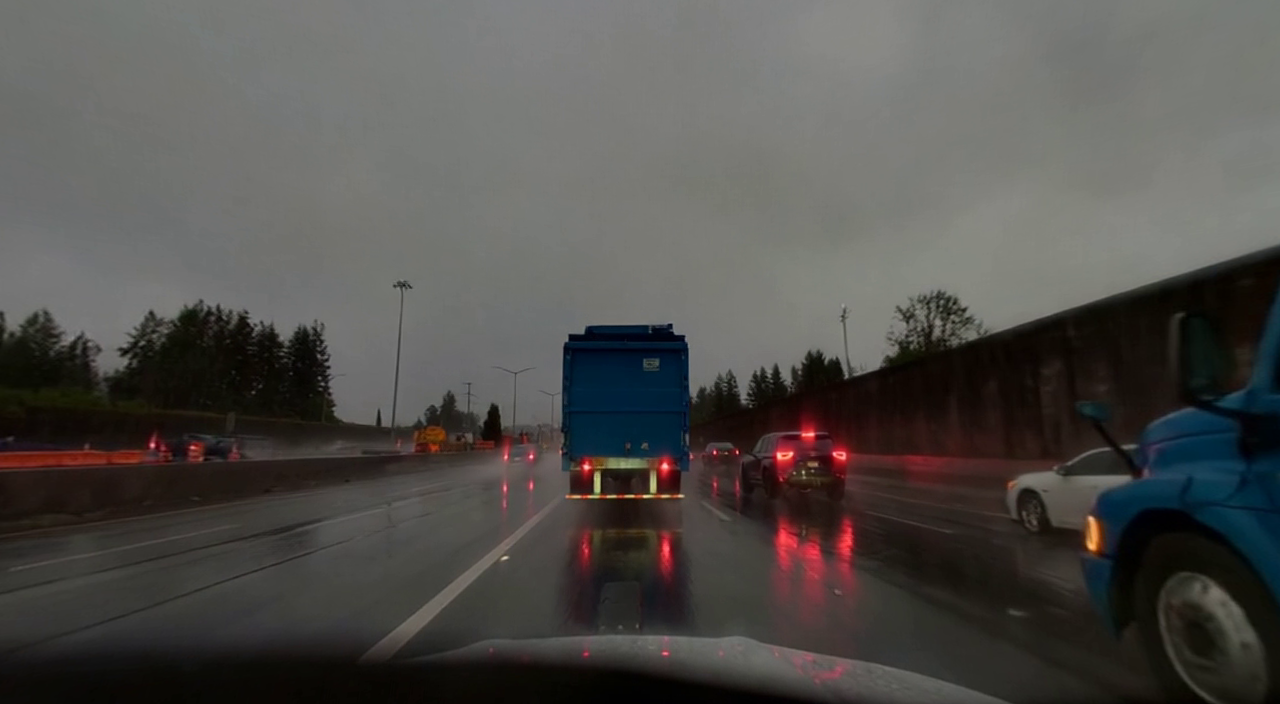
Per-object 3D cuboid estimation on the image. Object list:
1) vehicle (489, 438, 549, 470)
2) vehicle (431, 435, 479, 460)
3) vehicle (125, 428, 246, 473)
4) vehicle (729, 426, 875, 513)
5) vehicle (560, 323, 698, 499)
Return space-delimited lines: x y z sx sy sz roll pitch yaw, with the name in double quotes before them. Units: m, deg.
"vehicle" -5.954 5.078 31.546 2.014 1.477 4.595 0 -9 0
"vehicle" -14.421 7.447 49.299 2.054 1.708 4.663 2 -8 4
"vehicle" -21.677 4.667 30.067 4.632 1.852 2.033 0 -8 16
"vehicle" 3.528 2.651 14.635 2.103 1.713 4.173 1 -9 -3
"vehicle" -0.429 2.054 19.241 3.067 3.940 10.154 1 -9 -2
